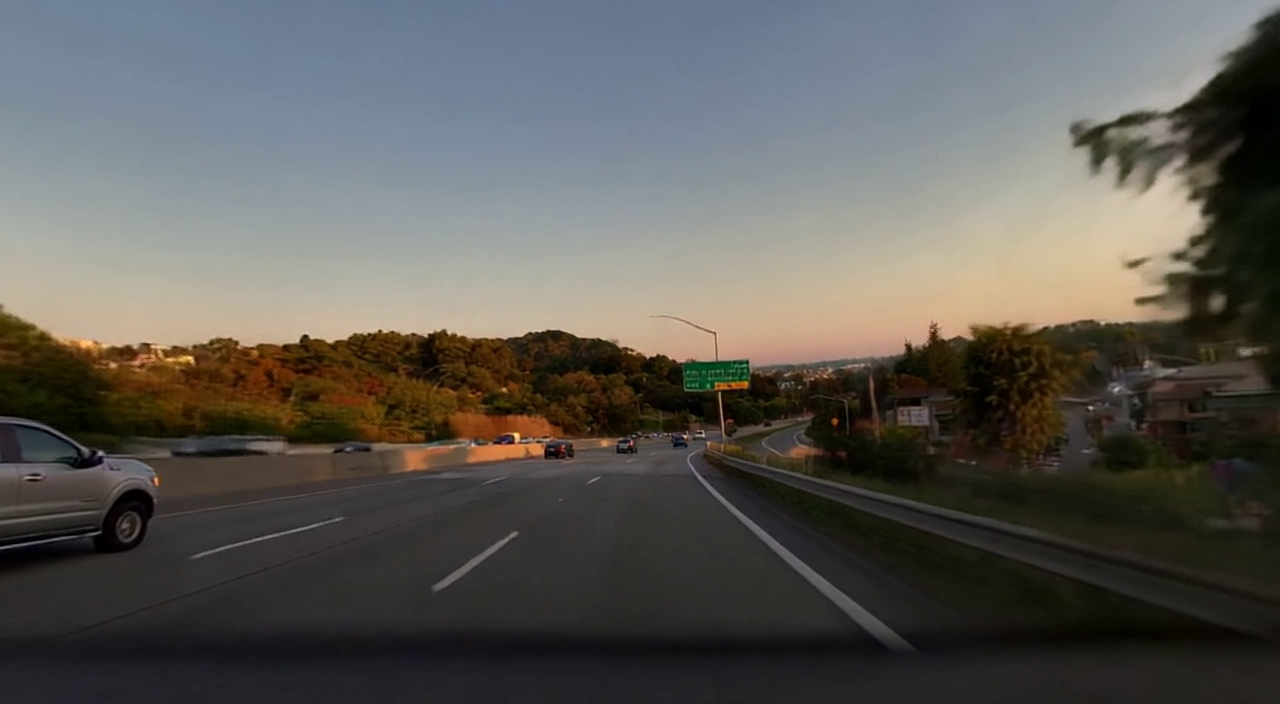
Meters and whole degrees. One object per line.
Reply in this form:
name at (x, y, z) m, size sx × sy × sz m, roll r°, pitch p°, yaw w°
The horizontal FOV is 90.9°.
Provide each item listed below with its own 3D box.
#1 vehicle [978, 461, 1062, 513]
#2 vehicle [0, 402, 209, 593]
vehicle at (28.928, 10.231, 48.407) m, size 2.749 × 3.380 × 6.690 m, roll -1°, pitch -8°, yaw 6°
vehicle at (-6.473, 1.275, 5.545) m, size 1.923 × 1.630 × 4.857 m, roll 0°, pitch -8°, yaw 0°
